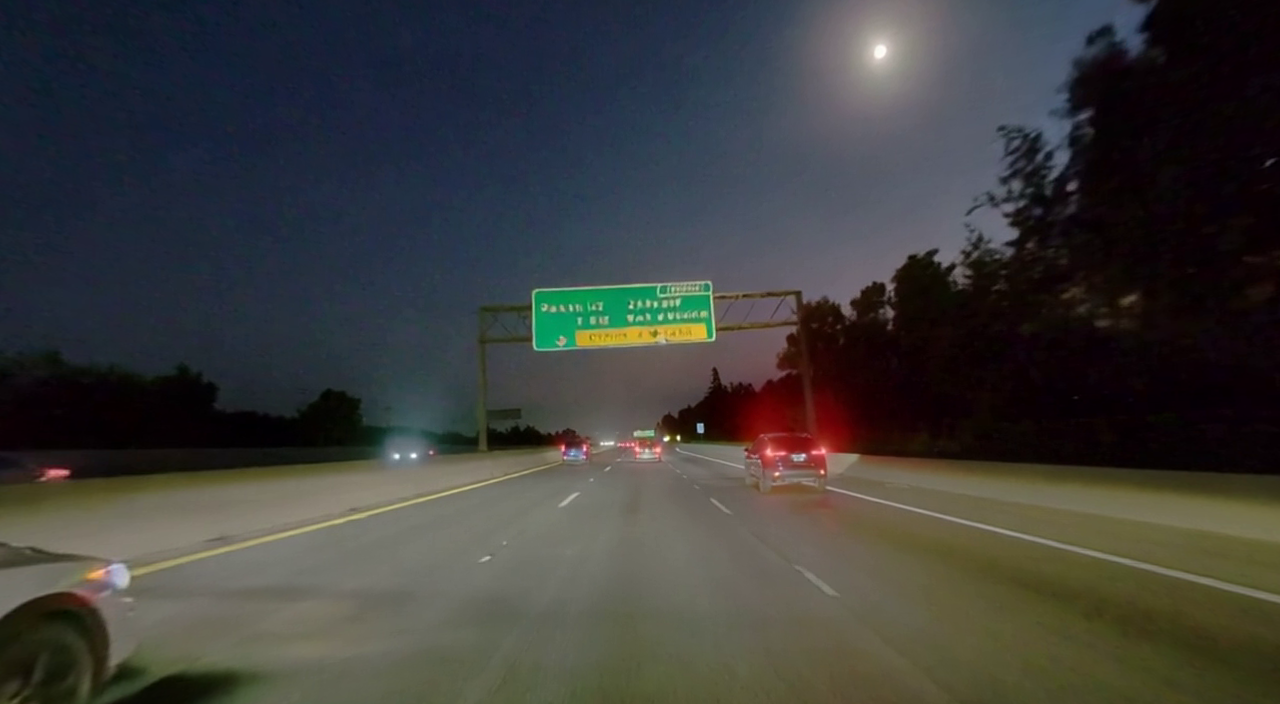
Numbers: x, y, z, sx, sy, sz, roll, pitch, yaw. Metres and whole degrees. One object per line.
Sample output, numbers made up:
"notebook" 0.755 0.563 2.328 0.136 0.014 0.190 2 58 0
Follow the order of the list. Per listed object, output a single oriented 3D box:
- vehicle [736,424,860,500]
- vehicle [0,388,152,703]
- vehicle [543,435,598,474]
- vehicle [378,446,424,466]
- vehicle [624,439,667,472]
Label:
"vehicle" 3.954 2.840 16.561 2.025 1.707 4.279 0 -8 -2
"vehicle" -3.519 0.701 0.851 2.066 1.561 4.495 0 -8 0
"vehicle" -3.184 4.813 29.650 2.044 1.682 4.201 0 -8 1
"vehicle" -18.880 8.222 49.762 1.932 1.451 4.081 -1 -8 2
"vehicle" 0.276 5.226 31.957 2.049 1.542 3.816 0 -8 1
